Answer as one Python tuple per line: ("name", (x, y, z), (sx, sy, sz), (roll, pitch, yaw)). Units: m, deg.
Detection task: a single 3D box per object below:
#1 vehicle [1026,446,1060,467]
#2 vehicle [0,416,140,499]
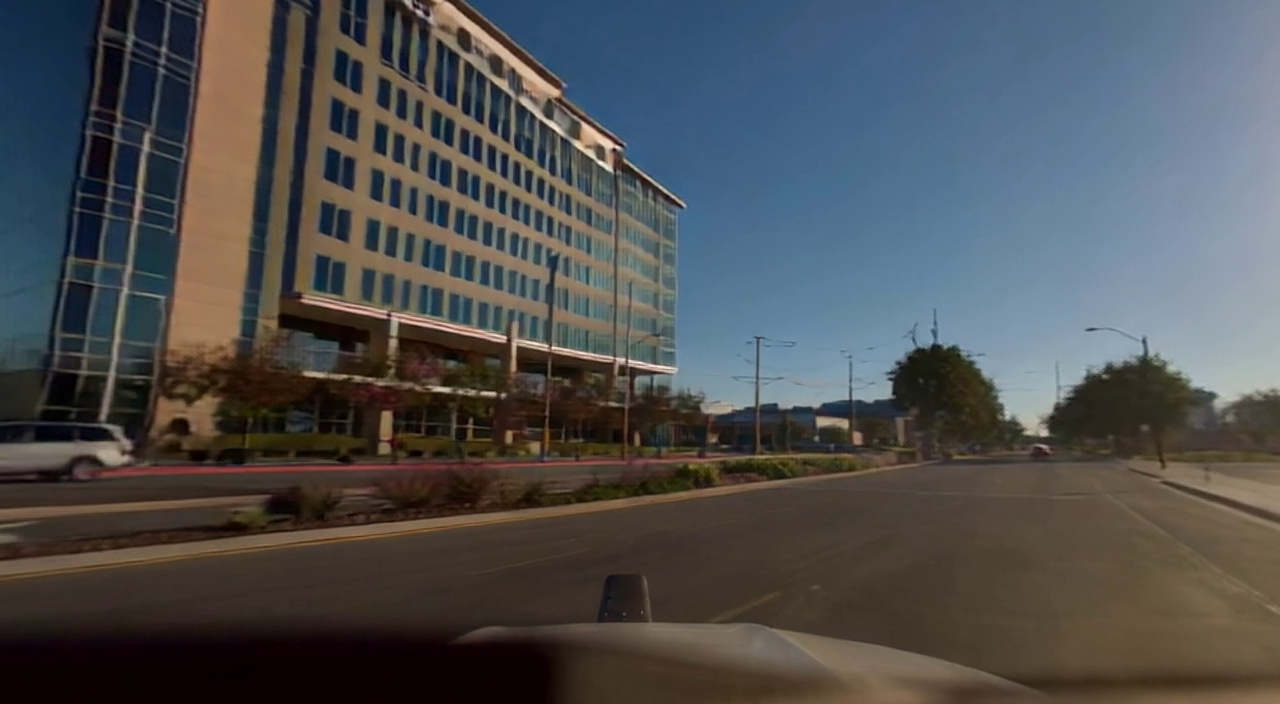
("vehicle", (31.573, 8.179, 49.272), (2.055, 1.503, 4.632), (-5, -10, 31))
("vehicle", (-14.652, 2.368, 14.165), (2.030, 1.775, 4.713), (-6, -10, 32))
